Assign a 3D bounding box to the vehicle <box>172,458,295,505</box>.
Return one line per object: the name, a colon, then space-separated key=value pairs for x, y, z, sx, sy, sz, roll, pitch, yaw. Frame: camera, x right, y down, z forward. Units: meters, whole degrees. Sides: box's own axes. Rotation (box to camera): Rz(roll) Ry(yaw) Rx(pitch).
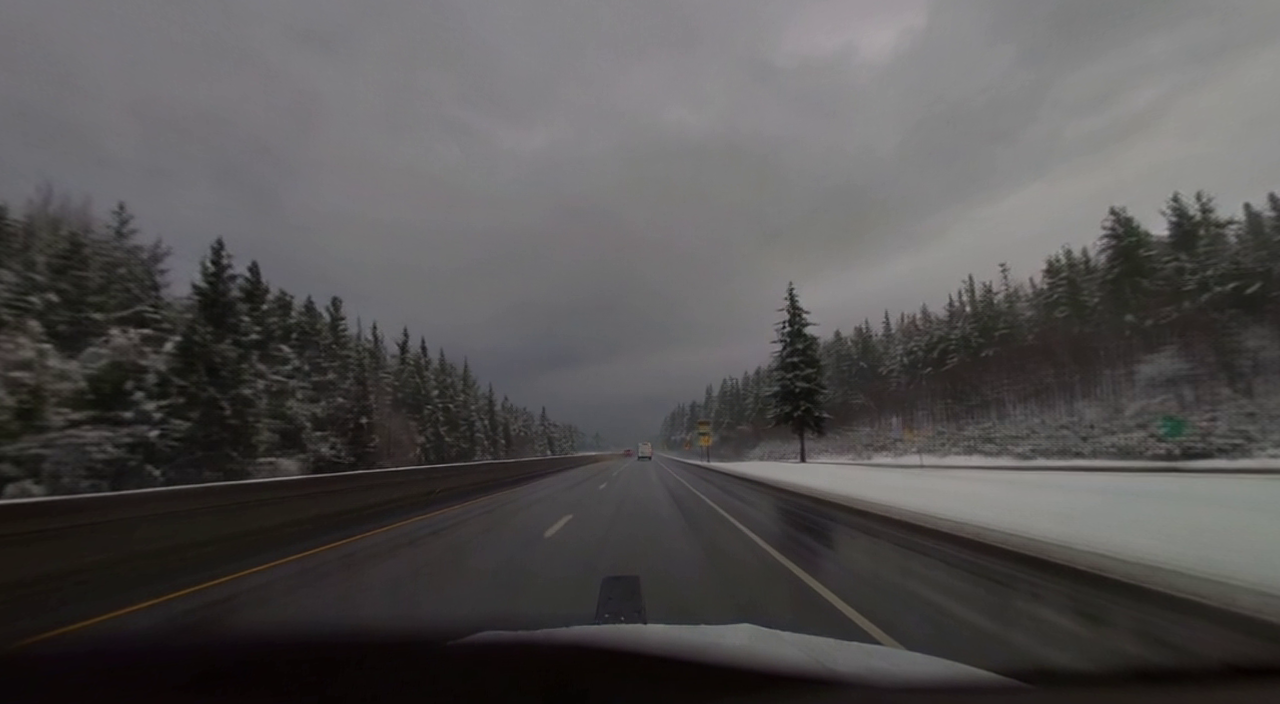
vehicle: x=-15.069 y=4.784 z=23.661 sx=1.831 sy=1.543 sz=4.034 roll=0 pitch=-9 yaw=2
